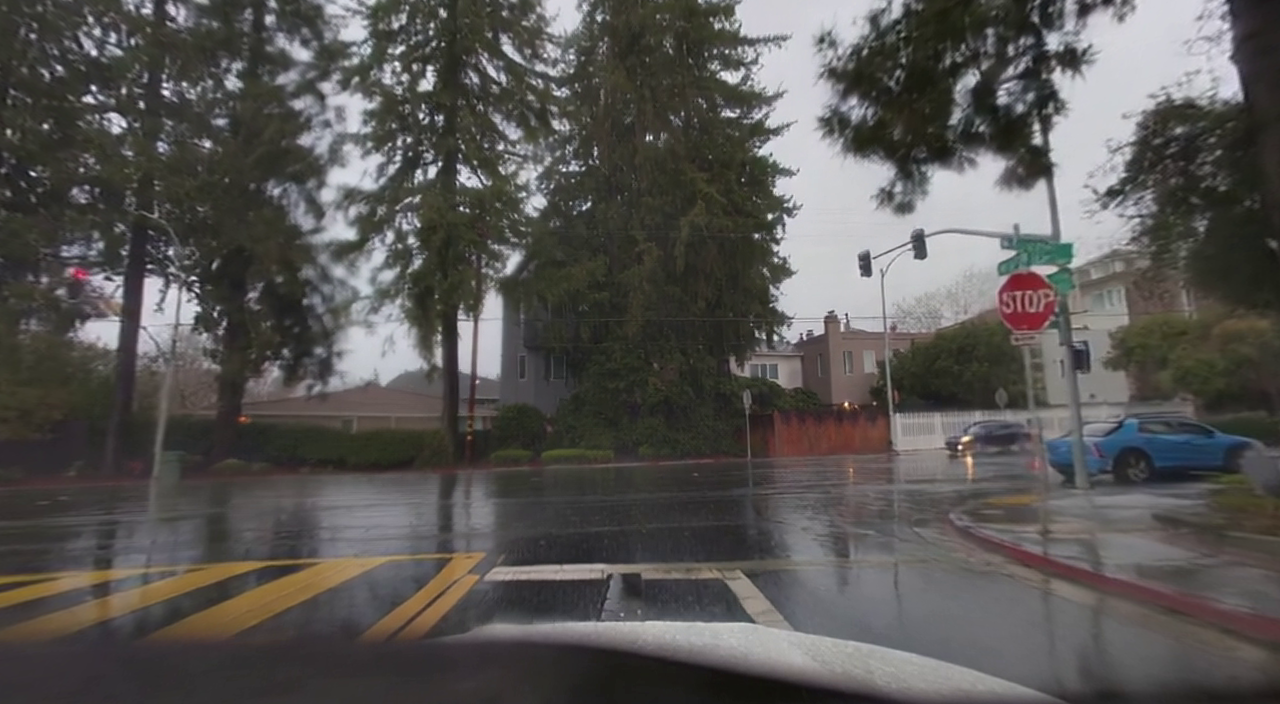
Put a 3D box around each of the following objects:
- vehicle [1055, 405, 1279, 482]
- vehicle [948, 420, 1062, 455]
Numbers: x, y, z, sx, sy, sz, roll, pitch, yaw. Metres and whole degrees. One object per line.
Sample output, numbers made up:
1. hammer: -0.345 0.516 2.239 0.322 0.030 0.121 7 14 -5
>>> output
1. vehicle: 12.802 2.209 15.286 4.208 1.685 2.014 1 -8 -8
2. vehicle: 16.734 3.929 29.034 4.296 1.499 1.814 1 -9 -10
